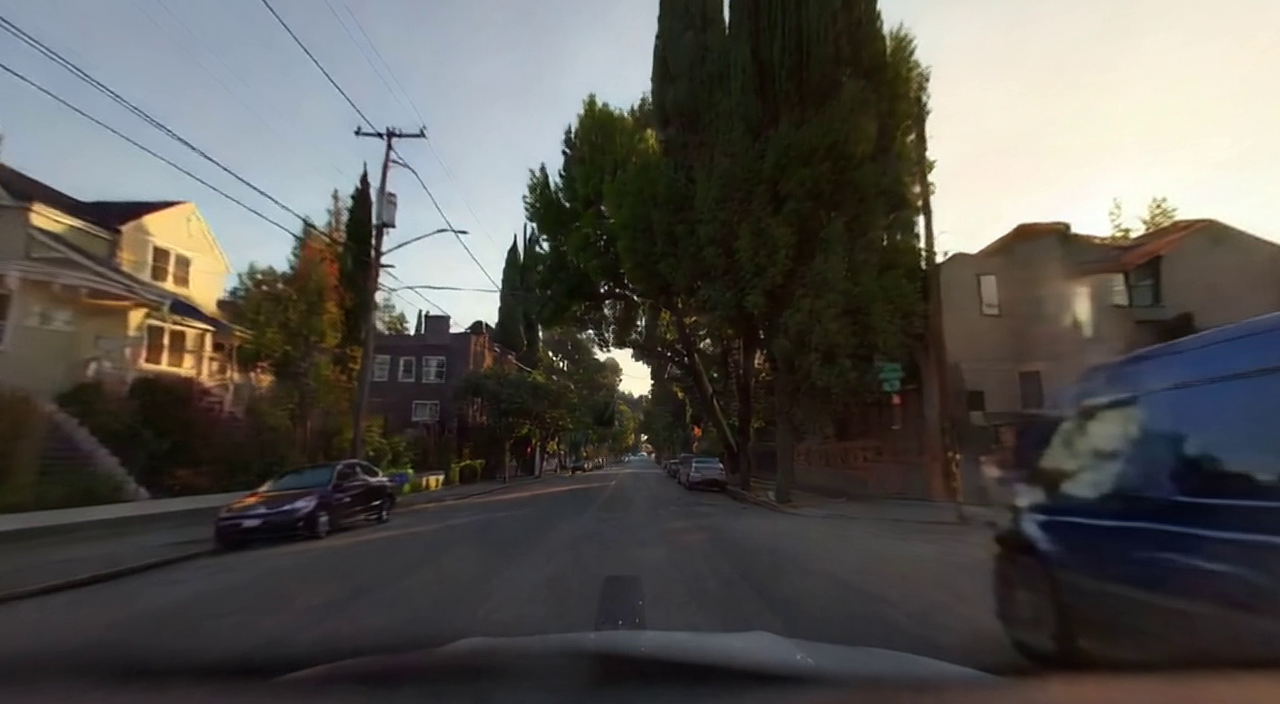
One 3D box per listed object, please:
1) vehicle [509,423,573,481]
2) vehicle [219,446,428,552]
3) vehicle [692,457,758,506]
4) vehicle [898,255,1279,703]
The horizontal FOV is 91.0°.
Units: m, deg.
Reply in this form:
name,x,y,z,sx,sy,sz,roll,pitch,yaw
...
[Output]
name,x,y,z,sx,sy,sz,roll,pitch,yaw
vehicle,-6.652,6.974,43.481,3.115,3.562,7.695,-2,-10,1
vehicle,-6.486,2.994,13.698,2.057,1.632,4.730,-1,-6,1
vehicle,3.304,5.132,25.379,2.010,1.661,4.615,0,-8,0
vehicle,3.195,0.726,2.542,2.145,1.935,5.054,0,-8,0
